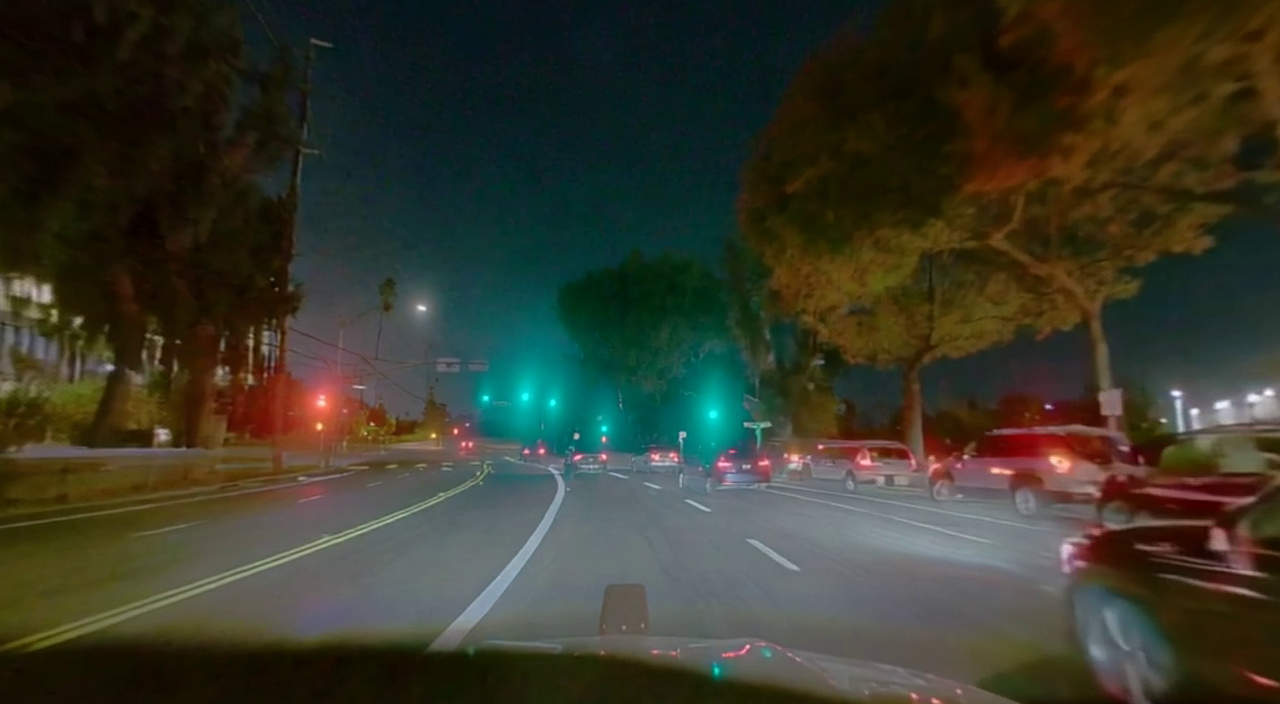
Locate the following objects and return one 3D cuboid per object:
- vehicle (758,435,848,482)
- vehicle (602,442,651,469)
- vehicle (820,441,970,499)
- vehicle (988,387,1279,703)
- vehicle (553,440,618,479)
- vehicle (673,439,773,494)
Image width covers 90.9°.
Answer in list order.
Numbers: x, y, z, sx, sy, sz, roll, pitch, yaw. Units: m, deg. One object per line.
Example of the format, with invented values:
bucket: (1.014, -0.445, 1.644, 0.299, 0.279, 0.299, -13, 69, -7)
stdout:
vehicle: (6.077, 4.020, 24.082, 1.825, 1.646, 4.070, 1, -9, -9)
vehicle: (-0.882, 6.048, 37.150, 1.957, 1.463, 4.701, 2, -9, -13)
vehicle: (7.087, 3.301, 18.147, 1.903, 1.432, 4.514, 1, -8, -8)
vehicle: (3.203, 0.778, 1.507, 2.280, 1.472, 4.426, 0, -8, 1)
vehicle: (-2.484, 4.634, 27.594, 2.308, 1.535, 4.811, 2, -9, -11)
vehicle: (2.412, 3.485, 19.621, 1.984, 1.476, 4.488, 1, -8, -8)
